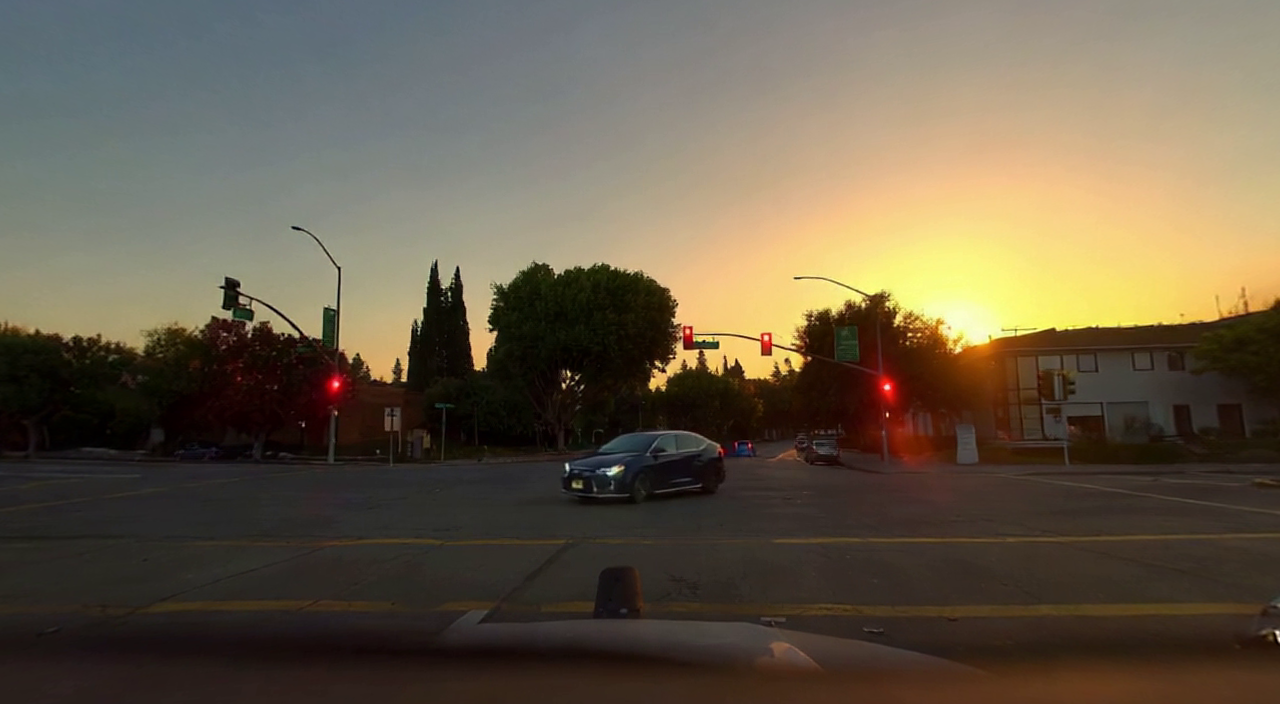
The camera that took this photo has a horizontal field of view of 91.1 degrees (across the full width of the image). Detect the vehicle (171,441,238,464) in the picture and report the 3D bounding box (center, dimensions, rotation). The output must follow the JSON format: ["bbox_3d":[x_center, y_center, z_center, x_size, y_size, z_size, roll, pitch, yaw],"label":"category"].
[{"bbox_3d":[-29.096,6.701,42.052,1.696,1.431,3.686,-1,-8,3],"label":"vehicle"}]

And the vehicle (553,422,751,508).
[{"bbox_3d":[0.411,2.672,15.310,4.580,1.768,2.134,7,-11,-42],"label":"vehicle"}]
